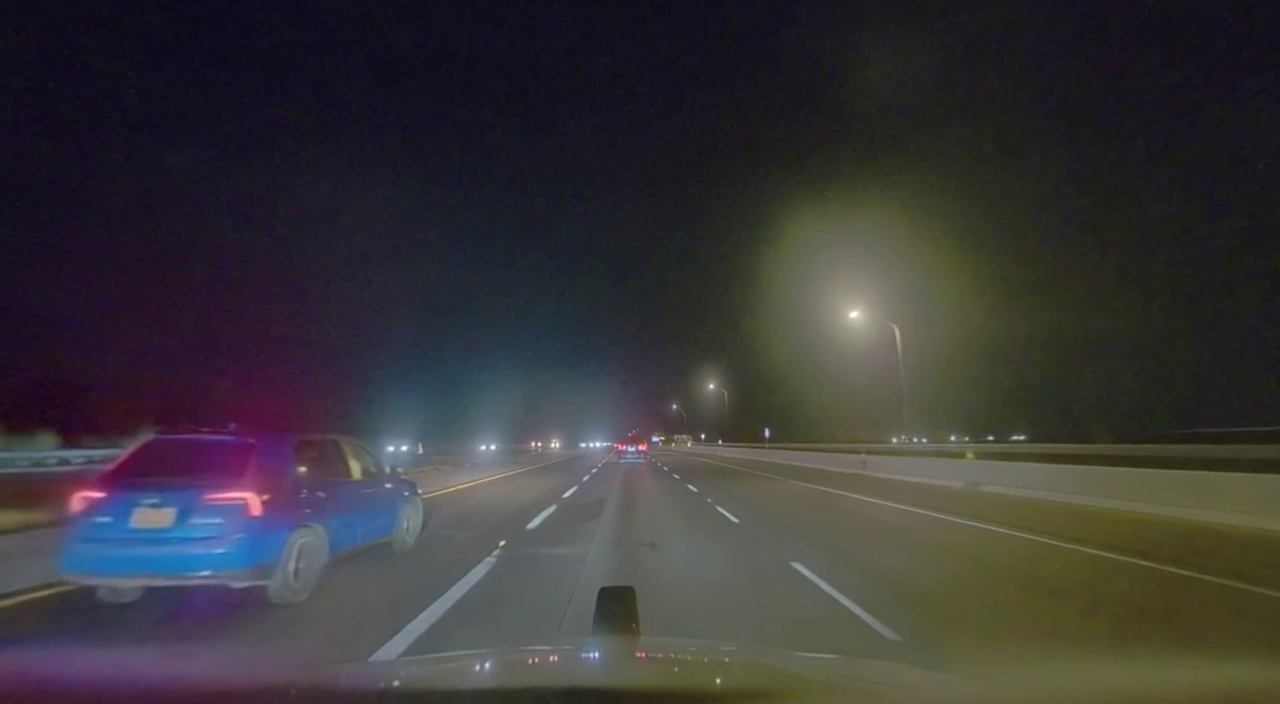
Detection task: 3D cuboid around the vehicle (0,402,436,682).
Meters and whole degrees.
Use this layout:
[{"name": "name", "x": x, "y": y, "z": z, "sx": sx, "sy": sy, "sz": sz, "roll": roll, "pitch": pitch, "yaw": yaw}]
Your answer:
[{"name": "vehicle", "x": -3.636, "y": 1.415, "z": 5.875, "sx": 2.039, "sy": 1.602, "sz": 4.317, "roll": 0, "pitch": -8, "yaw": -1}]

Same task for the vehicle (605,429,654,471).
[{"name": "vehicle", "x": -0.593, "y": 5.016, "z": 32.467, "sx": 2.382, "sy": 1.973, "sz": 4.439, "roll": 0, "pitch": -8, "yaw": -2}]
